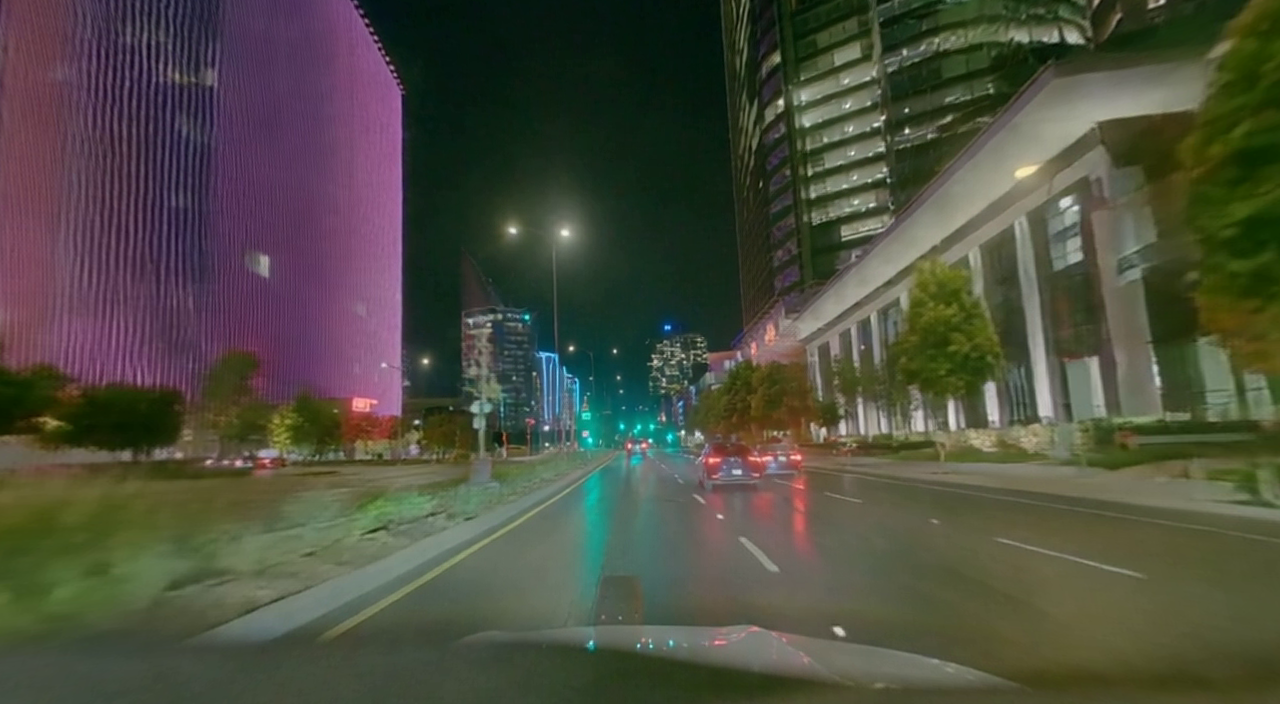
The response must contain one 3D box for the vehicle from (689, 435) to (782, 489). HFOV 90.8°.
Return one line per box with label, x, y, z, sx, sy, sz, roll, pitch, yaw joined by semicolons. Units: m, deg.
vehicle;2.821;3.370;19.760;2.131;1.491;4.496;0;-8;-1
